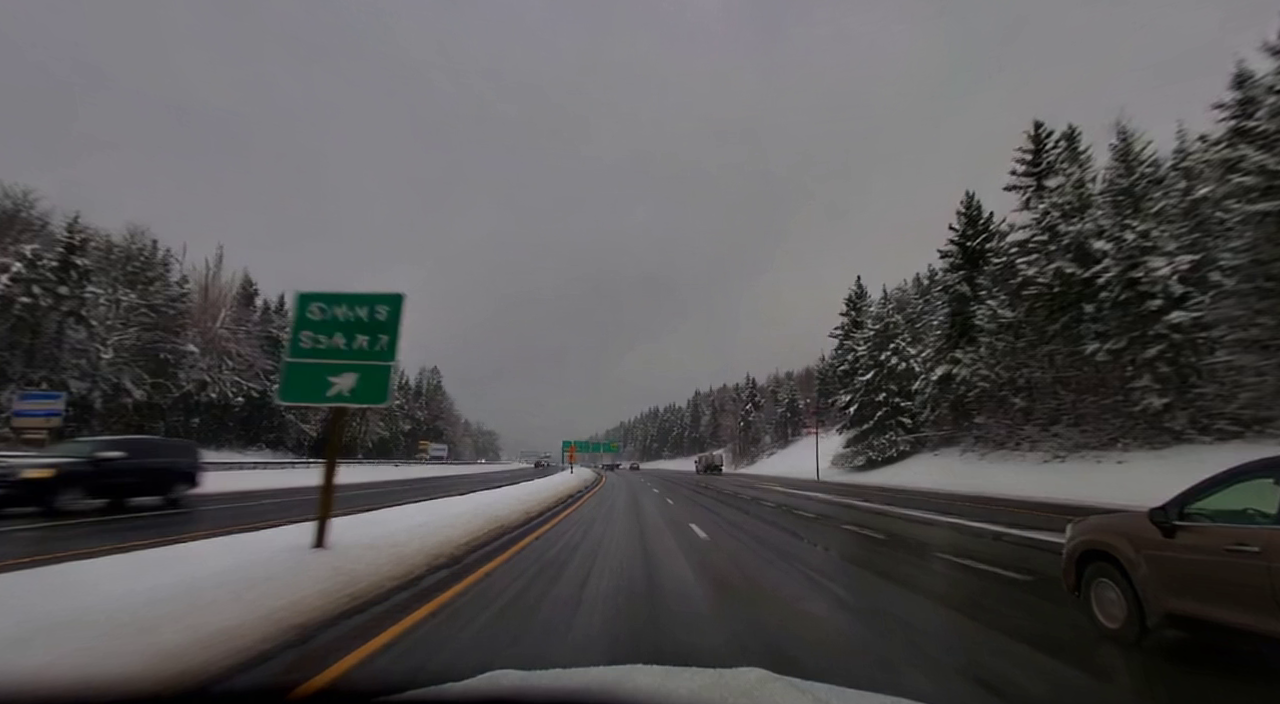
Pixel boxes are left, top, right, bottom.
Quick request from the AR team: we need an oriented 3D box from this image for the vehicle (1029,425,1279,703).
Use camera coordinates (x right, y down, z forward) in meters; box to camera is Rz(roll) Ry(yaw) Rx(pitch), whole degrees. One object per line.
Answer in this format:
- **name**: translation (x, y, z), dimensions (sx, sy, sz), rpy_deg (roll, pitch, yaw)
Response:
- **vehicle**: translation (4.124, 1.056, 2.663), dimensions (1.965, 1.502, 4.599), rpy_deg (1, -10, 0)

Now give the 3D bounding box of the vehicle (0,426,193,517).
- **vehicle**: translation (-12.926, 2.693, 14.389), dimensions (1.975, 1.722, 4.535), rpy_deg (1, -10, 0)
